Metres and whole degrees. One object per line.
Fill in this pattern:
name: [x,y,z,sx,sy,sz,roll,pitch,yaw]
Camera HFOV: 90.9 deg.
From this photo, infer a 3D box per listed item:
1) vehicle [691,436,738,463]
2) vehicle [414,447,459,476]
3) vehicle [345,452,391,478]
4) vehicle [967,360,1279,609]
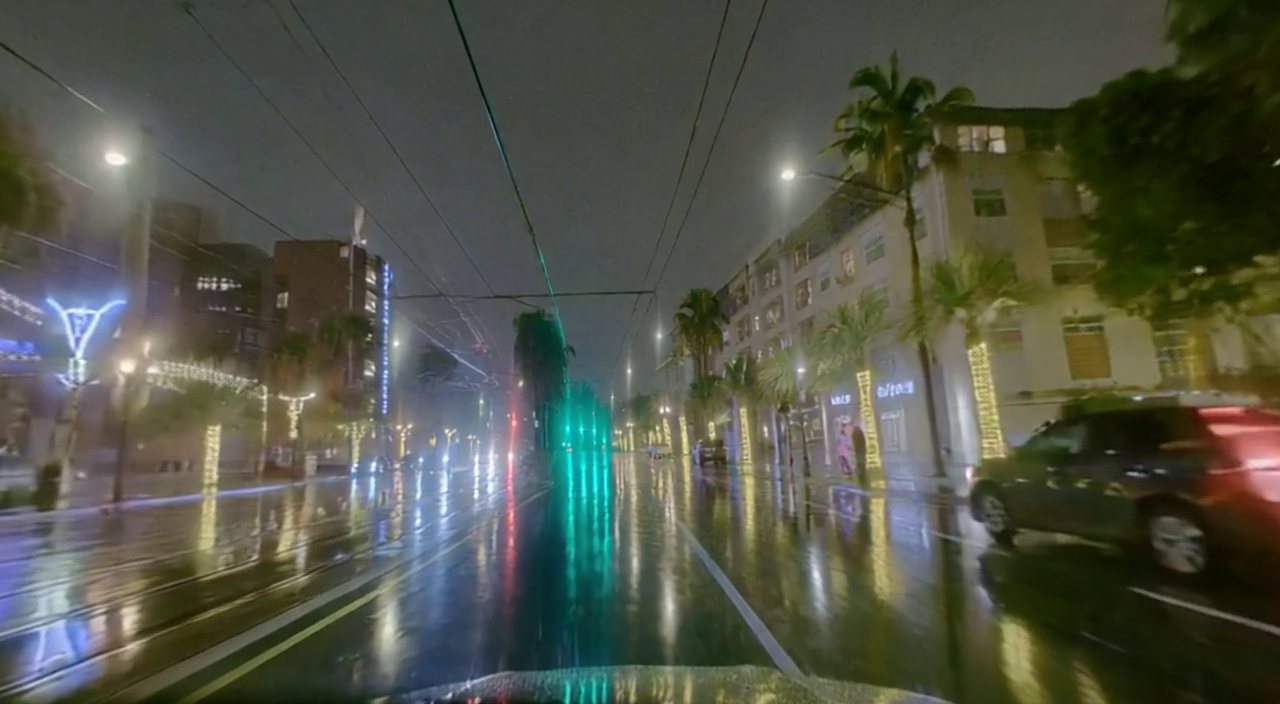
vehicle: [5.033,6.707,43.282,1.995,1.677,4.863,0,-9,-8]
vehicle: [-14.271,7.689,44.433,2.127,1.892,4.655,0,-9,-6]
vehicle: [-21.047,8.712,48.911,1.974,1.808,4.373,0,-9,-6]
vehicle: [5.497,1.142,5.986,2.114,1.691,5.075,-1,-9,1]
